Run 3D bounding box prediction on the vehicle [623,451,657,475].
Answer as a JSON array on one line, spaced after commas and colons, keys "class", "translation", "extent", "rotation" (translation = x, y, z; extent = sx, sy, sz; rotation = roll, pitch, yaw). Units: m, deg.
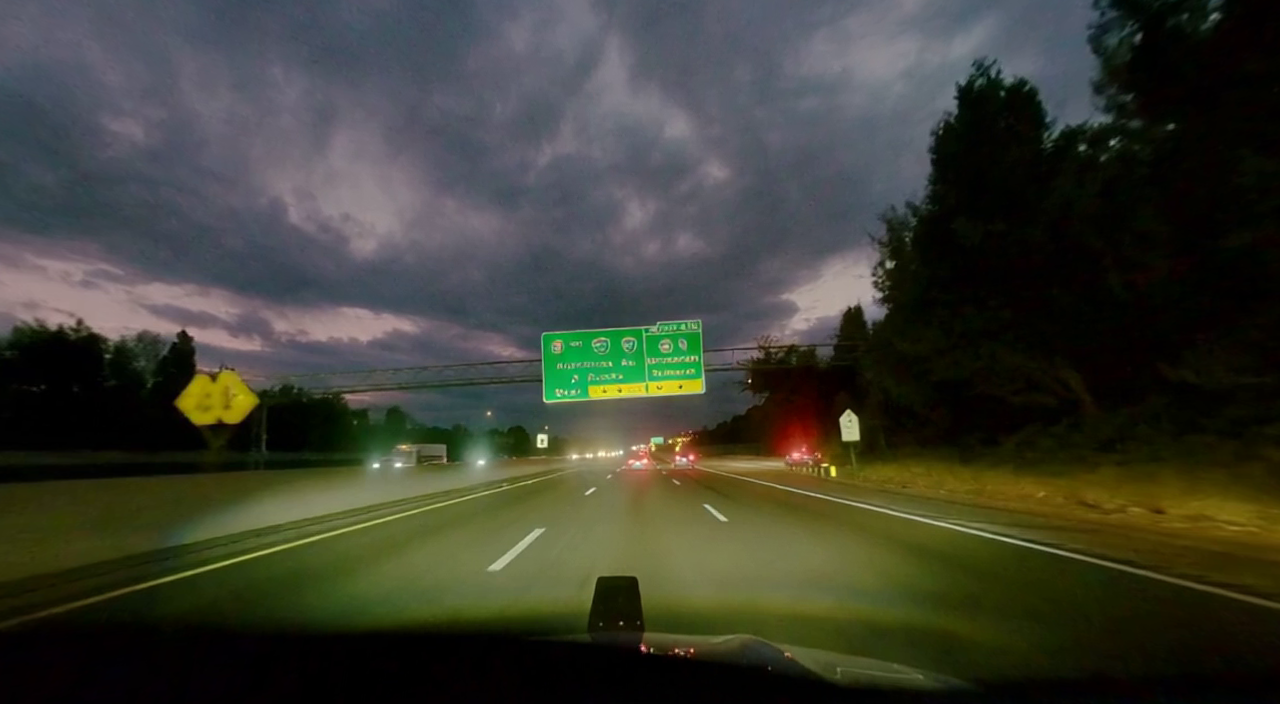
[{"class": "vehicle", "translation": [-0.052, 7.045, 40.175], "extent": [2.065, 1.400, 4.028], "rotation": [0, -9, -2]}]
